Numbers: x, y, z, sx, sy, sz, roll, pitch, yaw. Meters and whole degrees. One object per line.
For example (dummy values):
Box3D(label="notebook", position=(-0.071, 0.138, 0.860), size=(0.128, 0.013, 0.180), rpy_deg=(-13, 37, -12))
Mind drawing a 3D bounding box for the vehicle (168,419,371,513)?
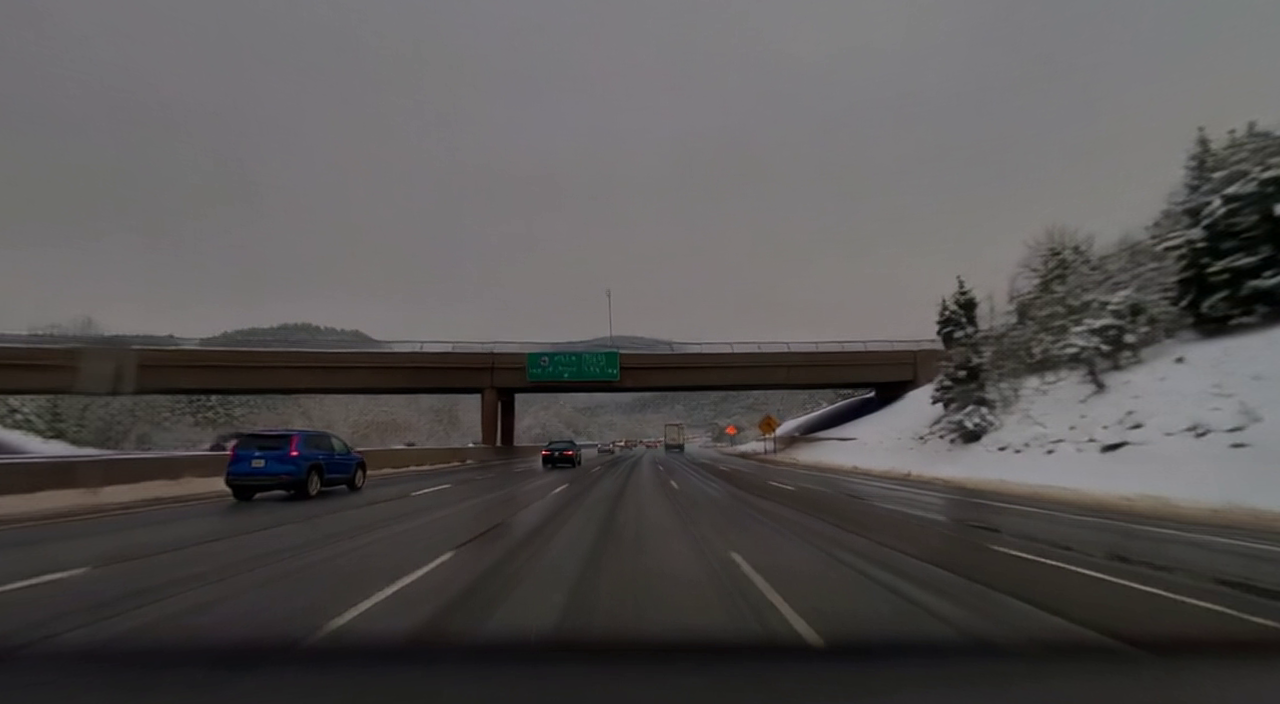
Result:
Box3D(label="vehicle", position=(-7.683, 2.413, 13.703), size=(1.860, 1.694, 4.173), rpy_deg=(0, -9, 0))

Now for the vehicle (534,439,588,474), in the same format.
Box3D(label="vehicle", position=(-3.673, 4.927, 29.986), size=(1.925, 1.509, 4.363), rpy_deg=(0, -9, 1))
